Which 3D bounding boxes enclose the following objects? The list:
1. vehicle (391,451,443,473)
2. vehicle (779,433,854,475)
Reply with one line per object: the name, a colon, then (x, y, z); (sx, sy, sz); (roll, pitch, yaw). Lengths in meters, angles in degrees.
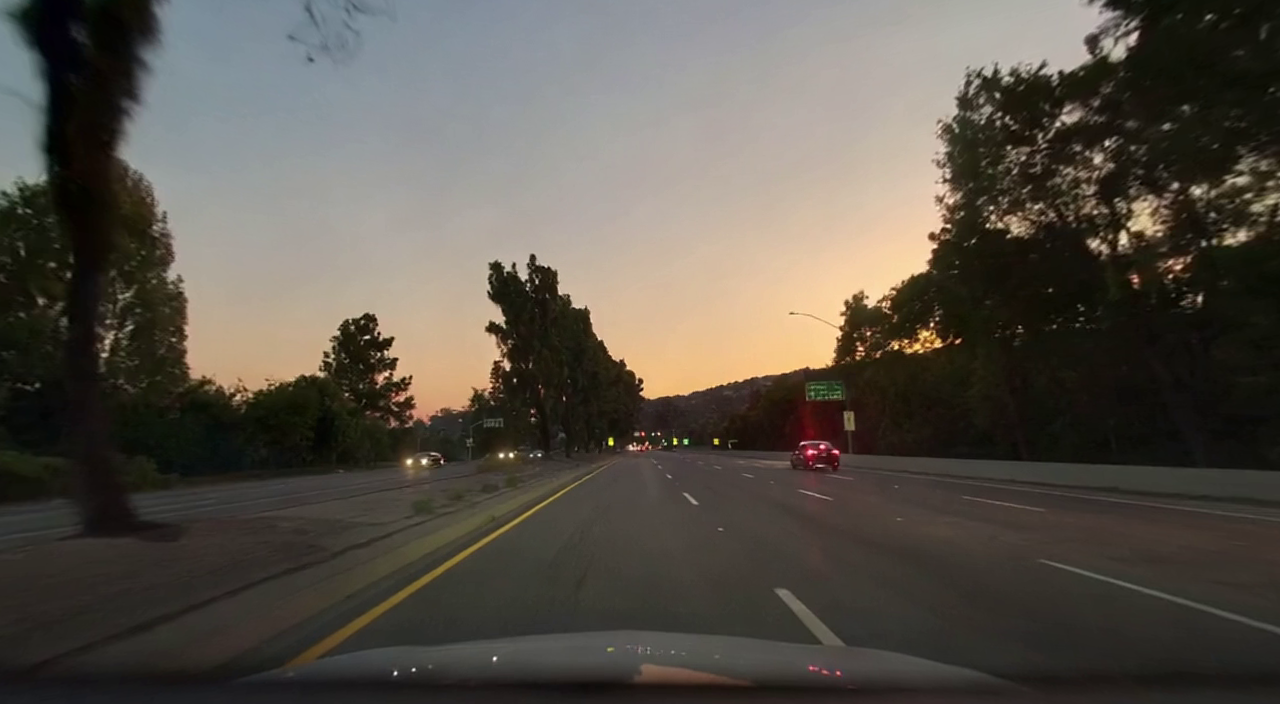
vehicle: (-15.664, 7.736, 44.500); (1.889, 1.463, 4.690); (0, -9, 1)
vehicle: (8.268, 4.817, 29.988); (2.170, 1.830, 4.720); (0, -9, 0)
